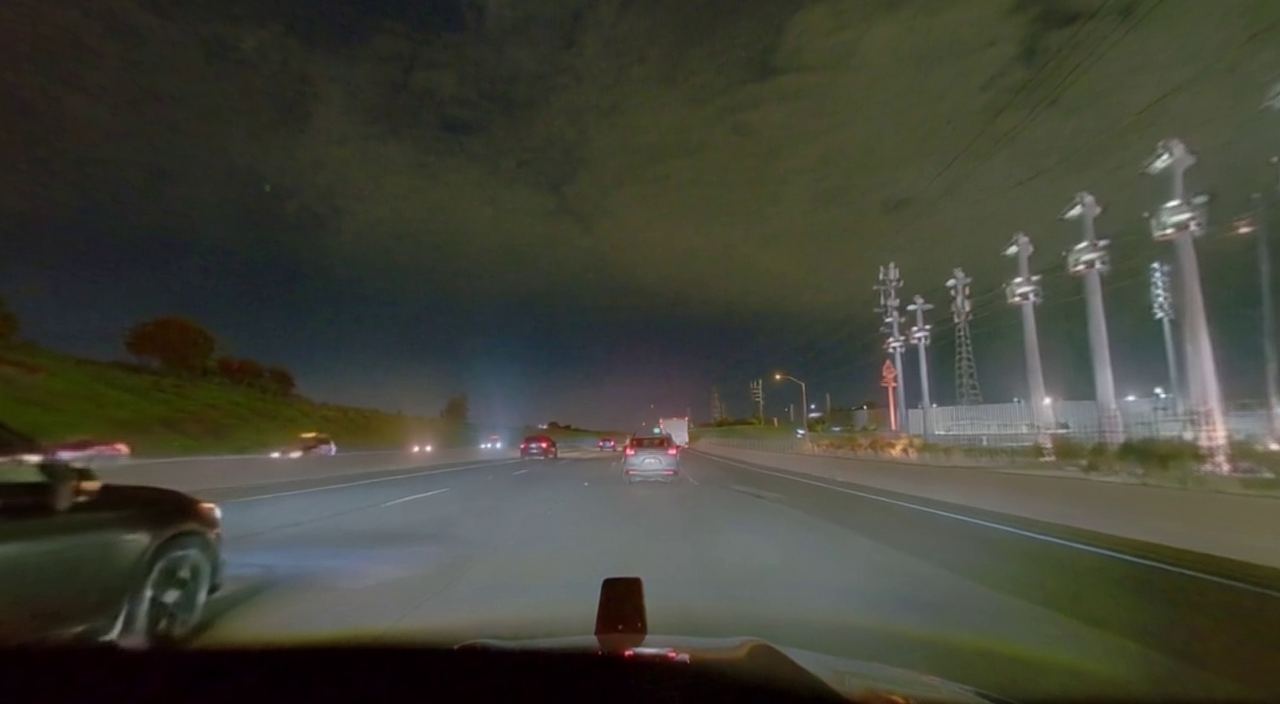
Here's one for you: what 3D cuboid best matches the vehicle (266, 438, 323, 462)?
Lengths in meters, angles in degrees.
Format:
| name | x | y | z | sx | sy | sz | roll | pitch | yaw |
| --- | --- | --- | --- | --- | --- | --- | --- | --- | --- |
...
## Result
| name | x | y | z | sx | sy | sz | roll | pitch | yaw |
| --- | --- | --- | --- | --- | --- | --- | --- | --- | --- |
| vehicle | -21.622 | 6.120 | 39.608 | 1.554 | 1.423 | 3.470 | 0 | -8 | 0 |

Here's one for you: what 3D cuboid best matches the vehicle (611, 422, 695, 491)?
| name | x | y | z | sx | sy | sz | roll | pitch | yaw |
| --- | --- | --- | --- | --- | --- | --- | --- | --- | --- |
| vehicle | 0.325 | 2.932 | 18.010 | 2.134 | 1.733 | 4.049 | 0 | -8 | 0 |

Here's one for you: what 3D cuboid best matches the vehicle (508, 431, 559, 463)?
| name | x | y | z | sx | sy | sz | roll | pitch | yaw |
| --- | --- | --- | --- | --- | --- | --- | --- | --- | --- |
| vehicle | -6.485 | 5.900 | 39.096 | 2.220 | 1.841 | 4.516 | 0 | -8 | 2 |

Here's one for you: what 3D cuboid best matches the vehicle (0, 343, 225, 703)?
| name | x | y | z | sx | sy | sz | roll | pitch | yaw |
| --- | --- | --- | --- | --- | --- | --- | --- | --- | --- |
| vehicle | -3.920 | 0.740 | 2.055 | 2.125 | 1.764 | 4.393 | 0 | -8 | 0 |
